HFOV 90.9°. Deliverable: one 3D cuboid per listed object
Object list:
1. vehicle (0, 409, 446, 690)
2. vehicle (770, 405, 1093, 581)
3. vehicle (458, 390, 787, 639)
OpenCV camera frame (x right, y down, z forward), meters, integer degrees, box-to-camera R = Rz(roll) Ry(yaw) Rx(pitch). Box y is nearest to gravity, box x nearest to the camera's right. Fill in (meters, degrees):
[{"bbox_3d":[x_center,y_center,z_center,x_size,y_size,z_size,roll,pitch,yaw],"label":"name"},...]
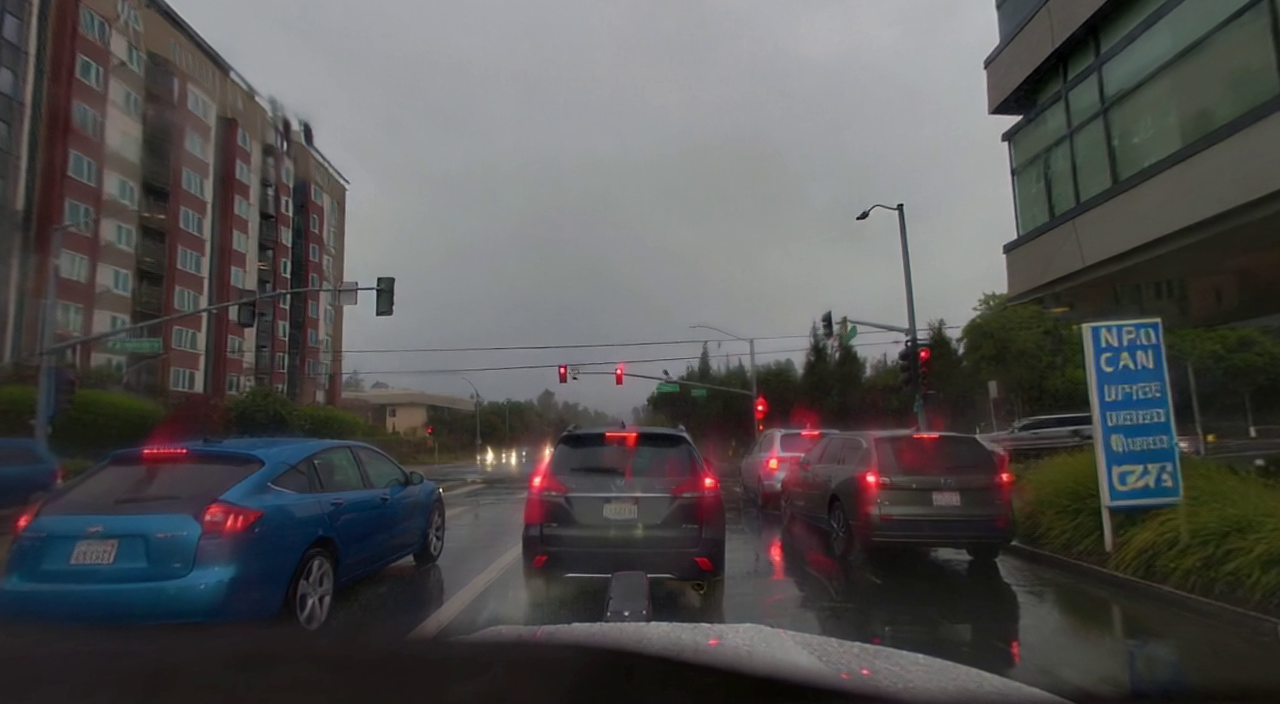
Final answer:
[{"bbox_3d":[-3.551,1.420,5.819,1.906,1.524,4.547,0,-8,2],"label":"vehicle"},{"bbox_3d":[3.218,1.662,8.262,2.004,1.646,4.554,0,-8,0],"label":"vehicle"},{"bbox_3d":[-0.132,1.408,6.439,2.195,1.662,4.262,0,-8,-1],"label":"vehicle"}]
